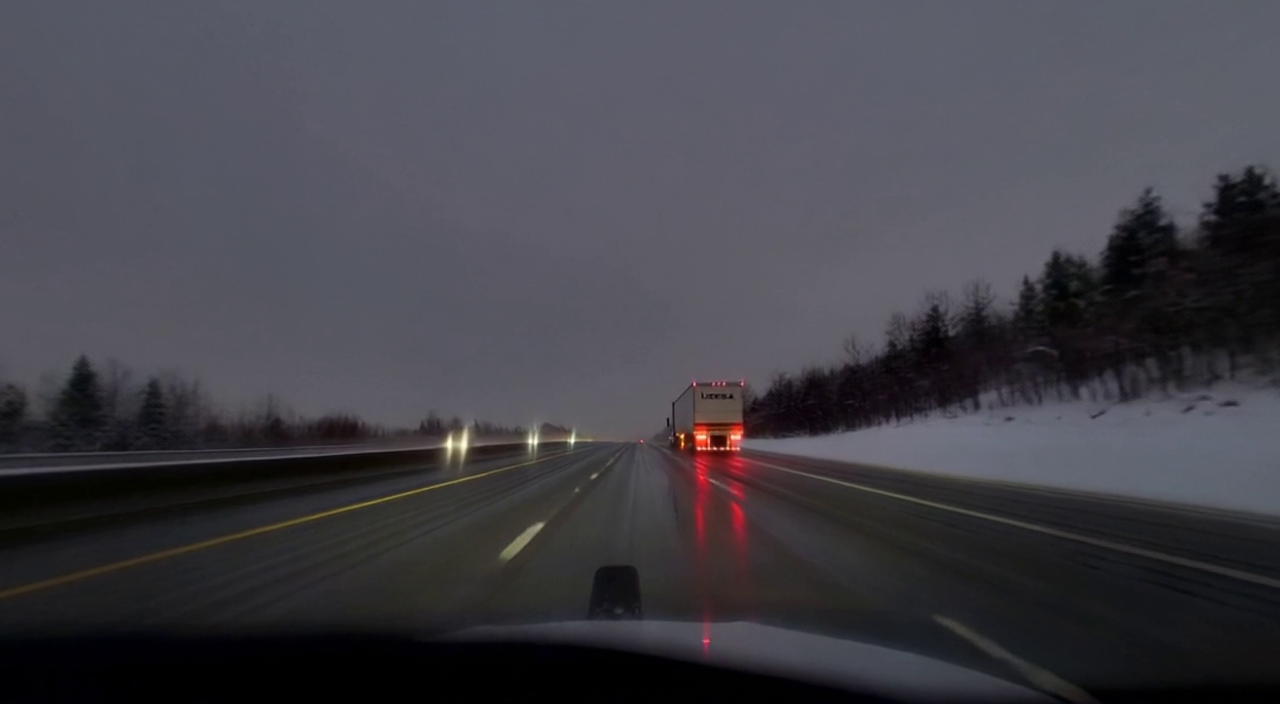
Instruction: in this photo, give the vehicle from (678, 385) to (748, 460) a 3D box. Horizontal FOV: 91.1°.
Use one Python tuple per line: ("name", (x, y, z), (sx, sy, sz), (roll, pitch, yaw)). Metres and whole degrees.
("vehicle", (4.330, 4.739, 40.851), (2.920, 4.029, 13.900), (0, -8, 0))
